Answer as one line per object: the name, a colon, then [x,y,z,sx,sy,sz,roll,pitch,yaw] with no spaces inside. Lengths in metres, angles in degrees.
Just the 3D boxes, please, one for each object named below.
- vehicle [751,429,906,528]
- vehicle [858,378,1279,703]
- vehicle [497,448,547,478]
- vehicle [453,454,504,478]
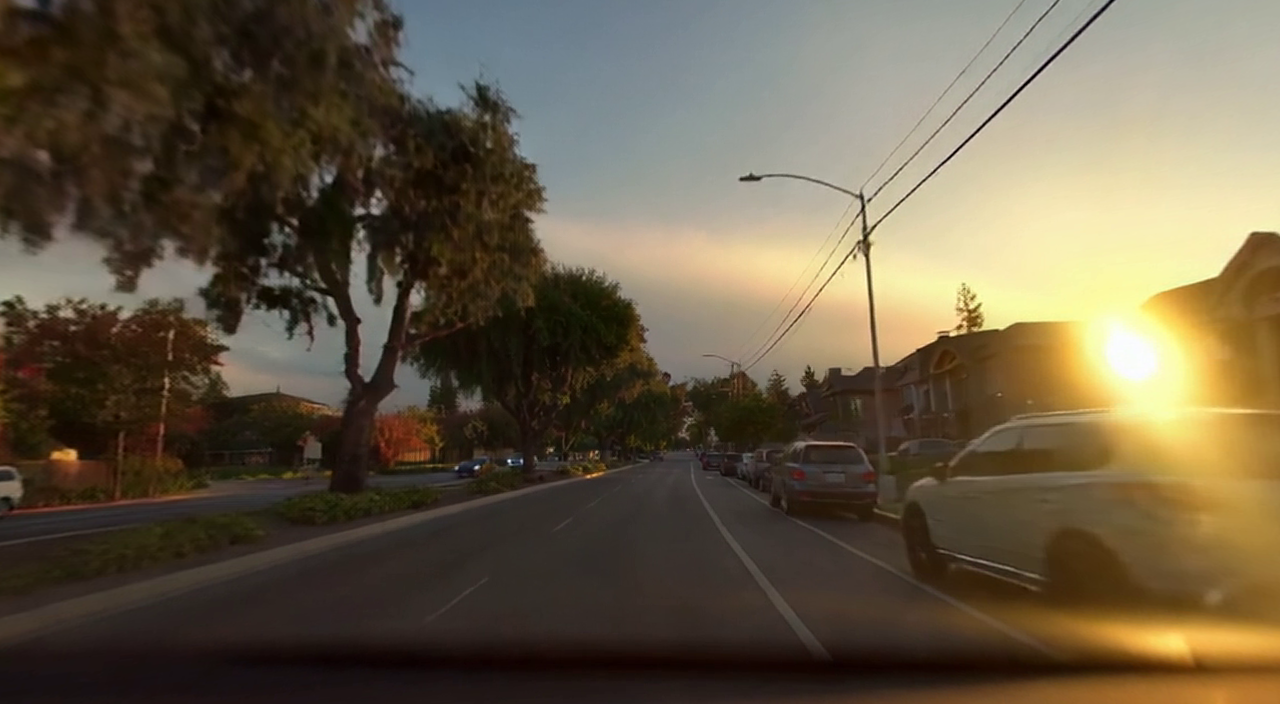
vehicle: [3.964,2.735,14.402,2.166,1.798,5.256,-1,-8,3]
vehicle: [3.892,1.356,5.626,2.170,1.762,4.902,-1,-8,1]
vehicle: [-7.478,7.075,40.412,2.331,1.696,4.861,0,-8,-1]
vehicle: [-11.220,7.937,44.142,1.999,1.467,4.618,-1,-8,5]
